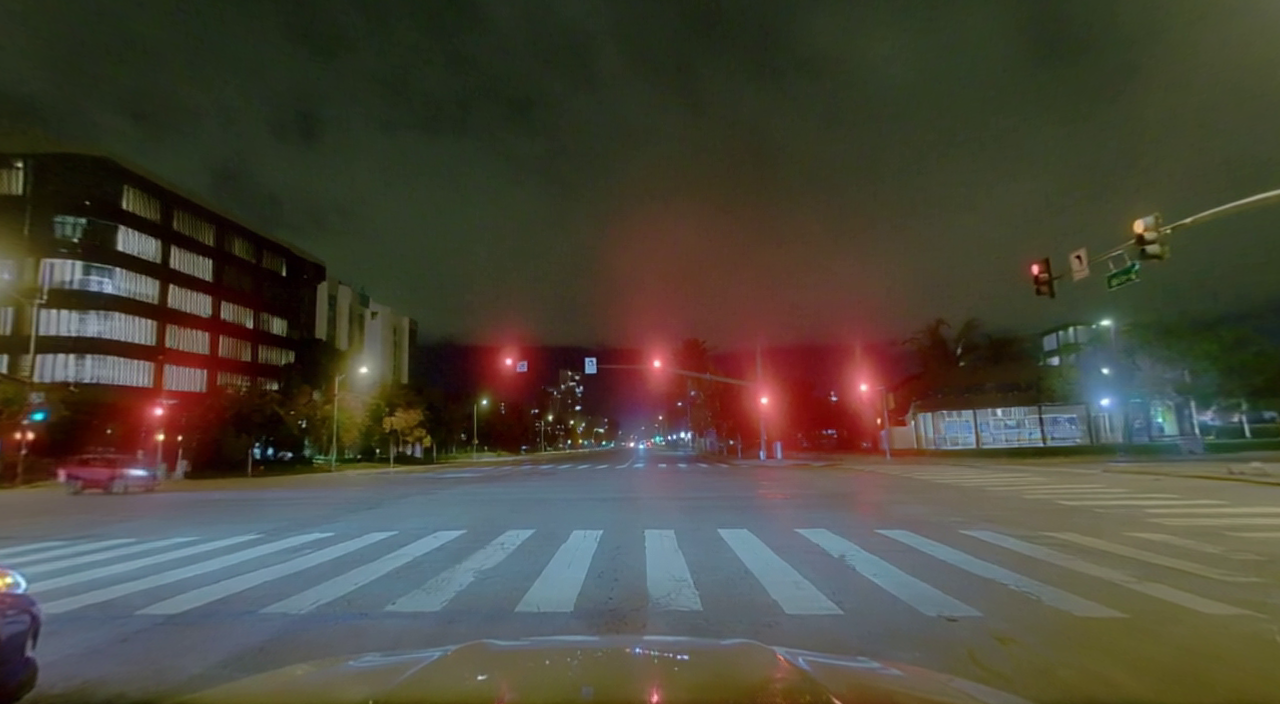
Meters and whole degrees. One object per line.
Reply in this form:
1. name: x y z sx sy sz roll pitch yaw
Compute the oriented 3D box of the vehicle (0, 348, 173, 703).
1. vehicle: -3.622 0.624 1.074 2.109 1.692 4.587 0 -8 0
